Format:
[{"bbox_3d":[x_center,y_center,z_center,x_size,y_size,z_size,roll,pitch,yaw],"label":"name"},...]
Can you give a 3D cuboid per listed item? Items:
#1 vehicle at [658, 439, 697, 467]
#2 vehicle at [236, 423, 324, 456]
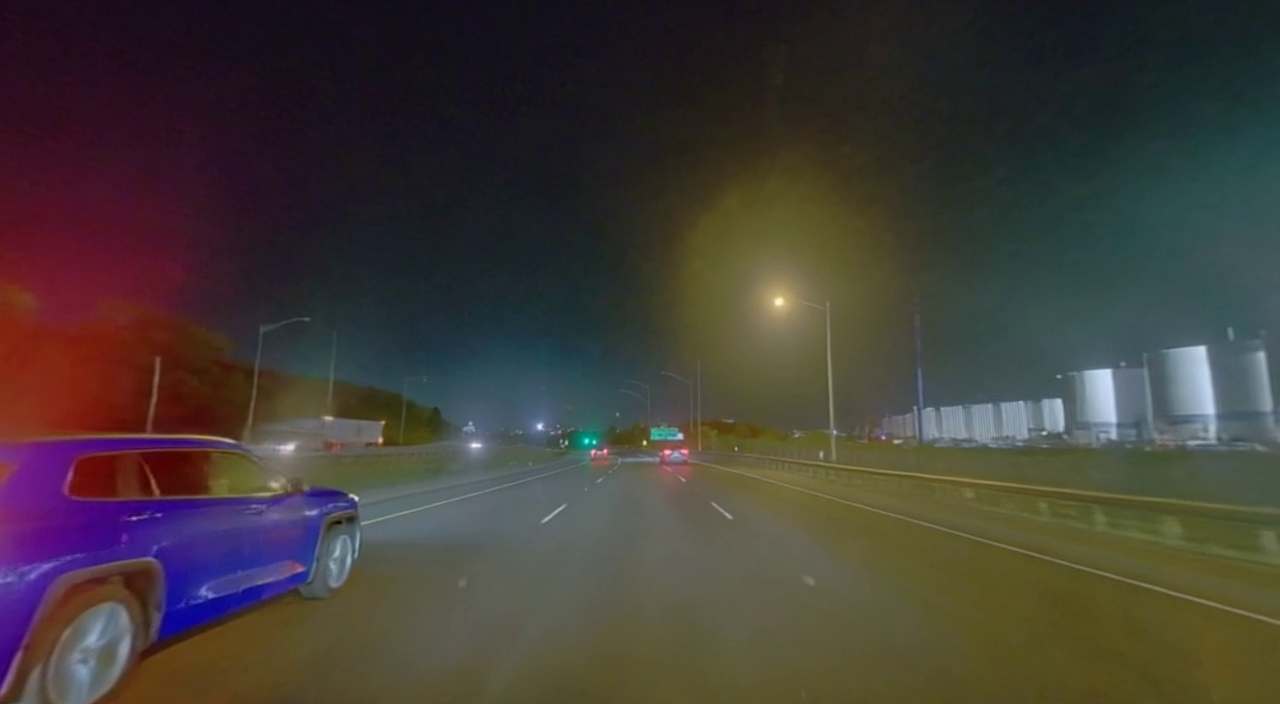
[{"bbox_3d":[2.584,7.119,44.476,2.296,1.790,5.067,0,-9,-1],"label":"vehicle"},{"bbox_3d":[-17.483,4.320,30.814,1.817,1.504,3.991,0,-9,2],"label":"vehicle"}]
